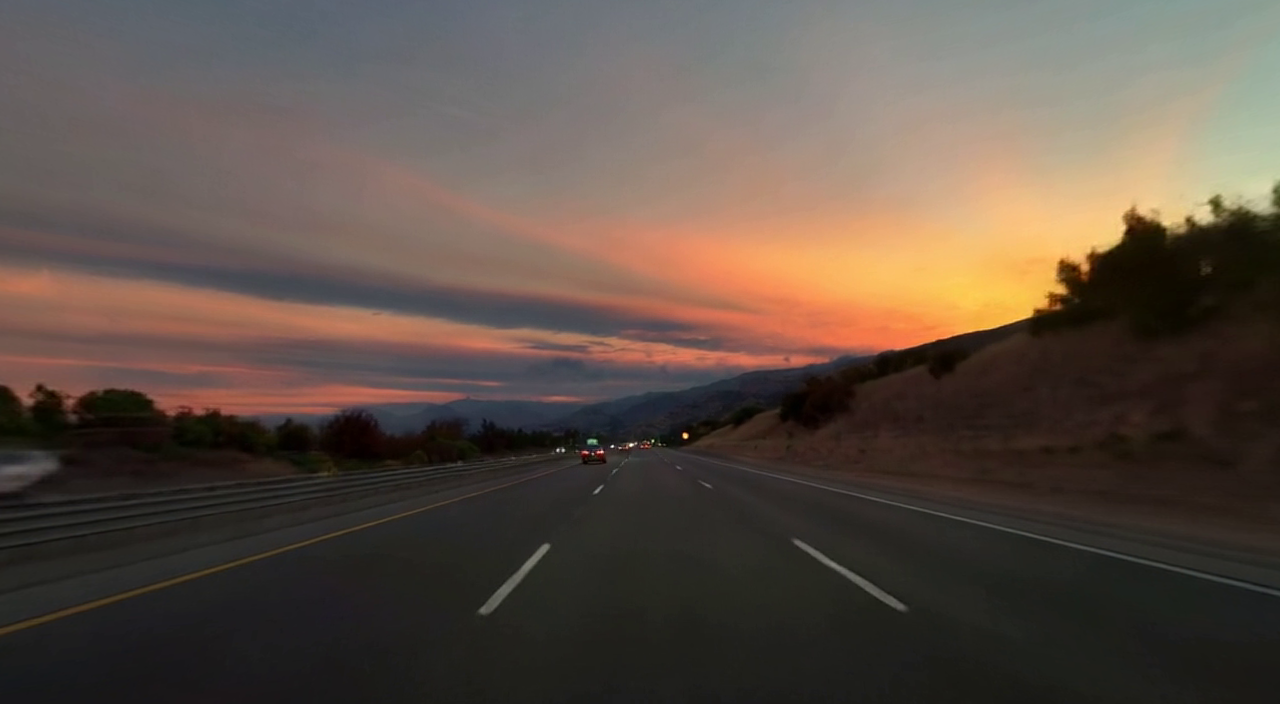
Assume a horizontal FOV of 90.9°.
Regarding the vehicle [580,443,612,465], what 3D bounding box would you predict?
[{"bbox_3d":[-3.128,7.292,45.385,1.991,1.475,4.302,0,-8,0],"label":"vehicle"}]
